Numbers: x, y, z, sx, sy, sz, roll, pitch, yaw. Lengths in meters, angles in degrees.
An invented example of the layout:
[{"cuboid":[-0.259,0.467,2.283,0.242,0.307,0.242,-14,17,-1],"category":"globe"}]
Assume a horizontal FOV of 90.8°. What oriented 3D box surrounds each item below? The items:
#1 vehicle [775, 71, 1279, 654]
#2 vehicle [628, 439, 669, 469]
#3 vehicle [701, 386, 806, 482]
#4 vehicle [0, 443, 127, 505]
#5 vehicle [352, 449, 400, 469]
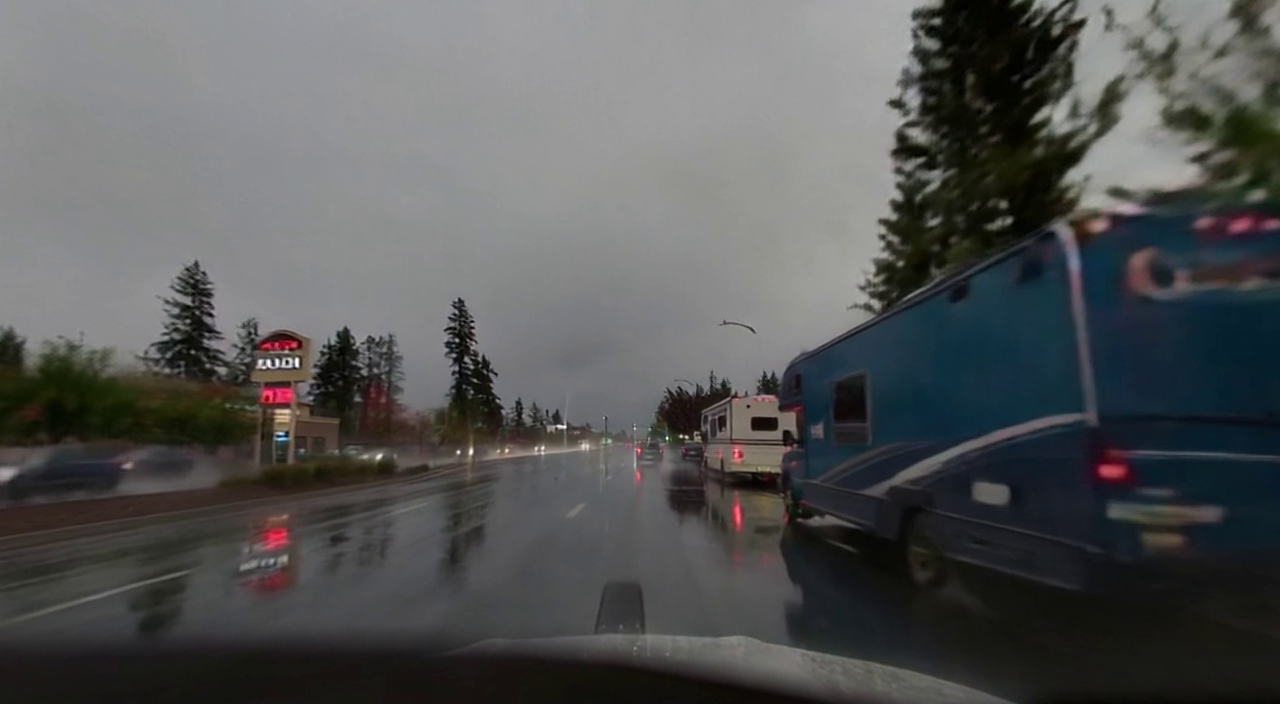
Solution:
[{"cuboid":[4.112,0.566,8.377,2.896,3.921,8.415,0,-9,1],"category":"vehicle"},{"cuboid":[0.448,5.613,35.007,2.103,1.506,4.742,0,-9,0],"category":"vehicle"},{"cuboid":[4.283,3.451,25.784,2.924,3.250,7.780,-1,-9,1],"category":"vehicle"},{"cuboid":[-17.484,3.393,17.901,2.067,1.578,4.457,0,-9,1],"category":"vehicle"},{"cuboid":[-20.350,8.222,48.820,1.796,1.445,4.236,0,-9,1],"category":"vehicle"}]
